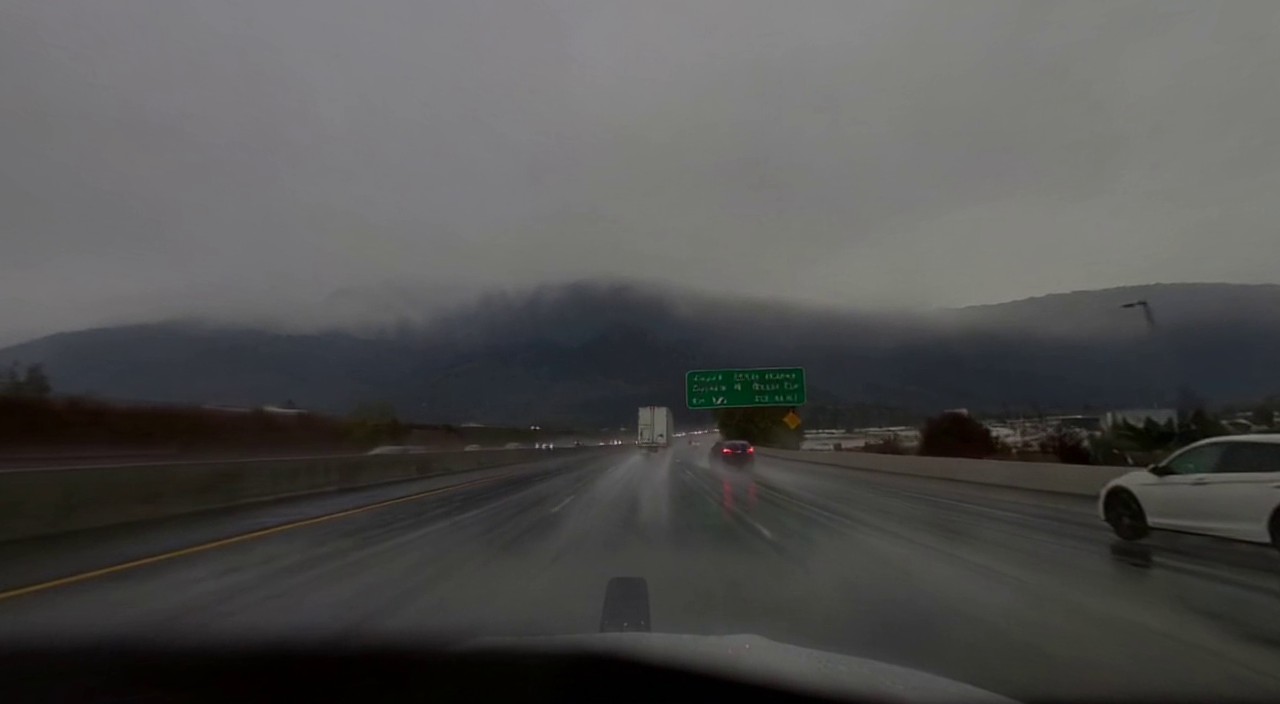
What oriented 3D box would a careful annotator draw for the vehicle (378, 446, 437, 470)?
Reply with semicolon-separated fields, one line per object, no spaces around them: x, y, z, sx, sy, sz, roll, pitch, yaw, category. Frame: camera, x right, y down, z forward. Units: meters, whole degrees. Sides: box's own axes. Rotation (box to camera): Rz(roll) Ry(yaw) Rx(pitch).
-15.379;6.995;41.933;1.974;1.501;4.698;-1;-8;2;vehicle

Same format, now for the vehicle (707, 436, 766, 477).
4.066;4.468;27.161;1.880;1.624;3.941;0;-8;0;vehicle

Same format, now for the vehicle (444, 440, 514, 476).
-7.372;4.911;29.333;1.974;1.488;4.325;-1;-9;2;vehicle

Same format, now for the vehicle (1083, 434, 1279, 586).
7.117;1.581;6.552;1.982;1.440;4.171;0;-8;1;vehicle
